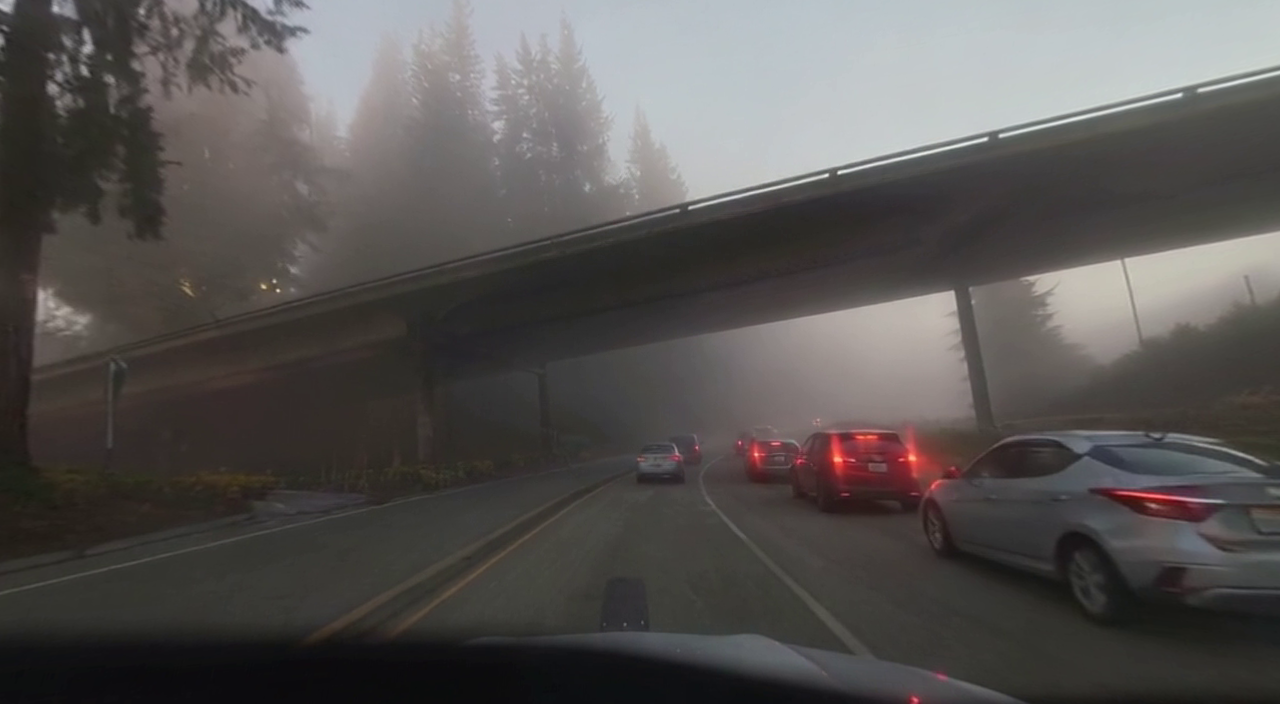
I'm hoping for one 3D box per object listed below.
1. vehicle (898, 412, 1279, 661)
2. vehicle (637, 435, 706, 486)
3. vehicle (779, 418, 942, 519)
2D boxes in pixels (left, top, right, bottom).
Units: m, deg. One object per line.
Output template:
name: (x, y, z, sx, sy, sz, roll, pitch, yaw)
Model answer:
vehicle: (4.132, 1.410, 5.832, 1.911, 1.525, 3.755, 0, -8, 1)
vehicle: (1.123, 3.562, 21.068, 2.078, 1.506, 4.058, -1, -8, 5)
vehicle: (4.340, 2.357, 13.273, 1.947, 1.745, 4.452, 0, -8, 2)
